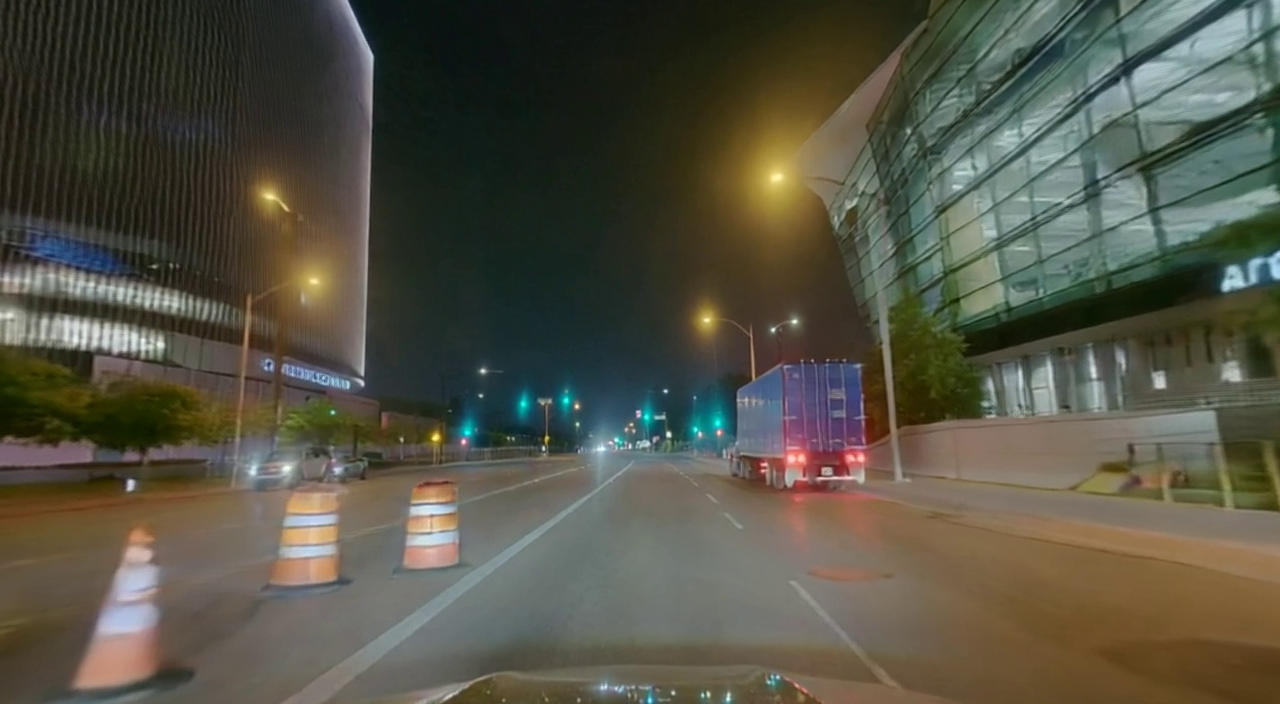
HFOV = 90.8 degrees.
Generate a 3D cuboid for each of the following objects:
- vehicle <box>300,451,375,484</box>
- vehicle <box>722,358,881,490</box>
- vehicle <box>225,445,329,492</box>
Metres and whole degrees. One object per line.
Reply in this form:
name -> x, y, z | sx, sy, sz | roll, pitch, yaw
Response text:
vehicle -> -16.838, 6.400, 35.472 | 1.925, 1.665, 4.893 | 0, -9, -1
vehicle -> 5.437, 2.876, 23.735 | 3.176, 3.913, 9.805 | 0, -9, -1
vehicle -> -16.807, 5.363, 29.624 | 1.937, 1.984, 4.928 | 0, -9, 0
